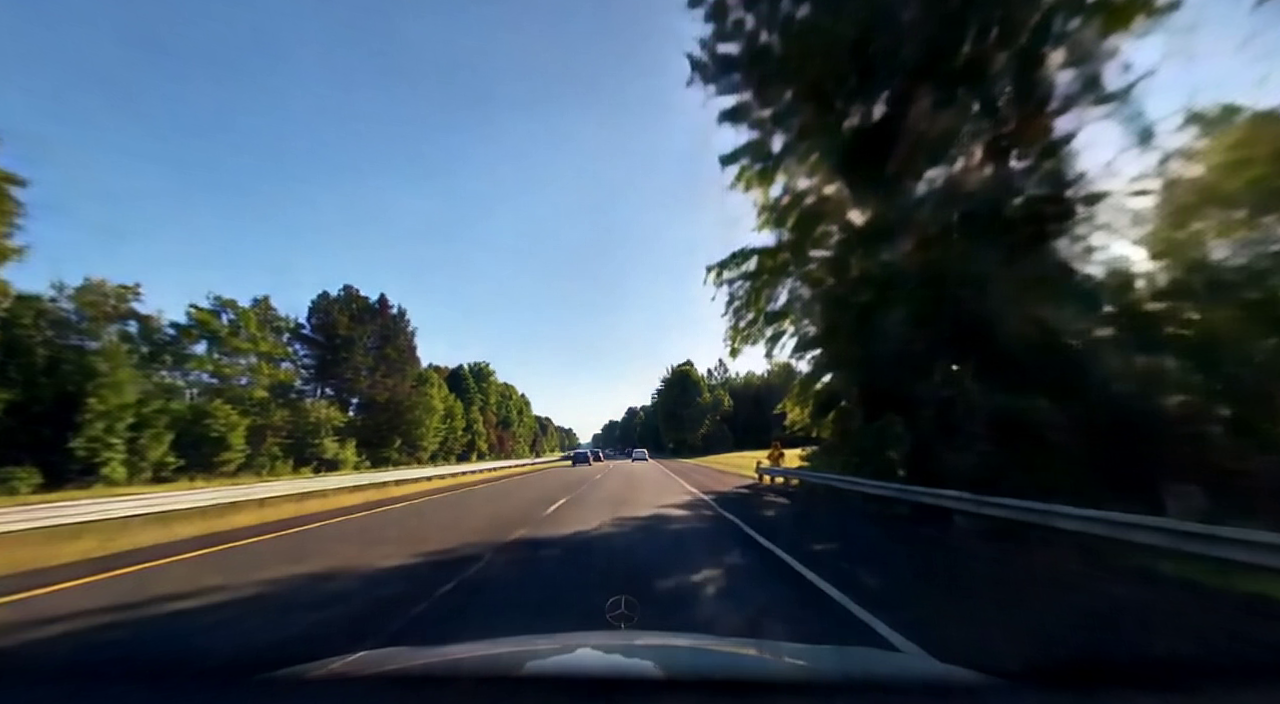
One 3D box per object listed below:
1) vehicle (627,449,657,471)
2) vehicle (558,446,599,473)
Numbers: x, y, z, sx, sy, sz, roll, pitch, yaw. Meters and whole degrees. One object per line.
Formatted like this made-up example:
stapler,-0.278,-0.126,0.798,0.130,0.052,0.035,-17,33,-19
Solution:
vehicle,0.147,7.701,45.249,2.046,1.452,4.407,0,-9,0
vehicle,-3.973,7.030,41.549,2.182,1.629,4.263,0,-9,1
